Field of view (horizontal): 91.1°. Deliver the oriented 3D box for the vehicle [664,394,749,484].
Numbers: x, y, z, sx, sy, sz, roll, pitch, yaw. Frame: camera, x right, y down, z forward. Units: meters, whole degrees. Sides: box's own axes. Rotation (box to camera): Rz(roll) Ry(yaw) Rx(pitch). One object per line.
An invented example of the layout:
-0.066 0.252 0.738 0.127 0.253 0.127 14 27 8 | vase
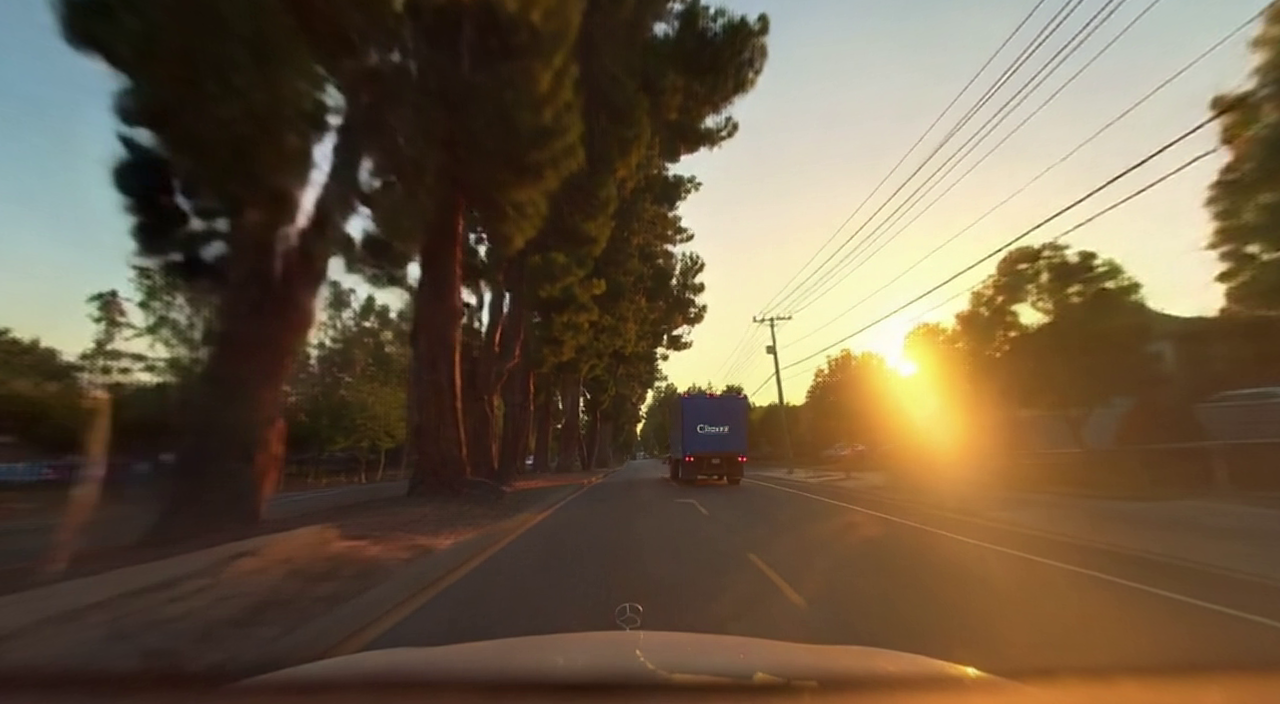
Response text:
3.046 4.452 31.819 2.973 3.848 9.336 0 -9 -2 | vehicle
